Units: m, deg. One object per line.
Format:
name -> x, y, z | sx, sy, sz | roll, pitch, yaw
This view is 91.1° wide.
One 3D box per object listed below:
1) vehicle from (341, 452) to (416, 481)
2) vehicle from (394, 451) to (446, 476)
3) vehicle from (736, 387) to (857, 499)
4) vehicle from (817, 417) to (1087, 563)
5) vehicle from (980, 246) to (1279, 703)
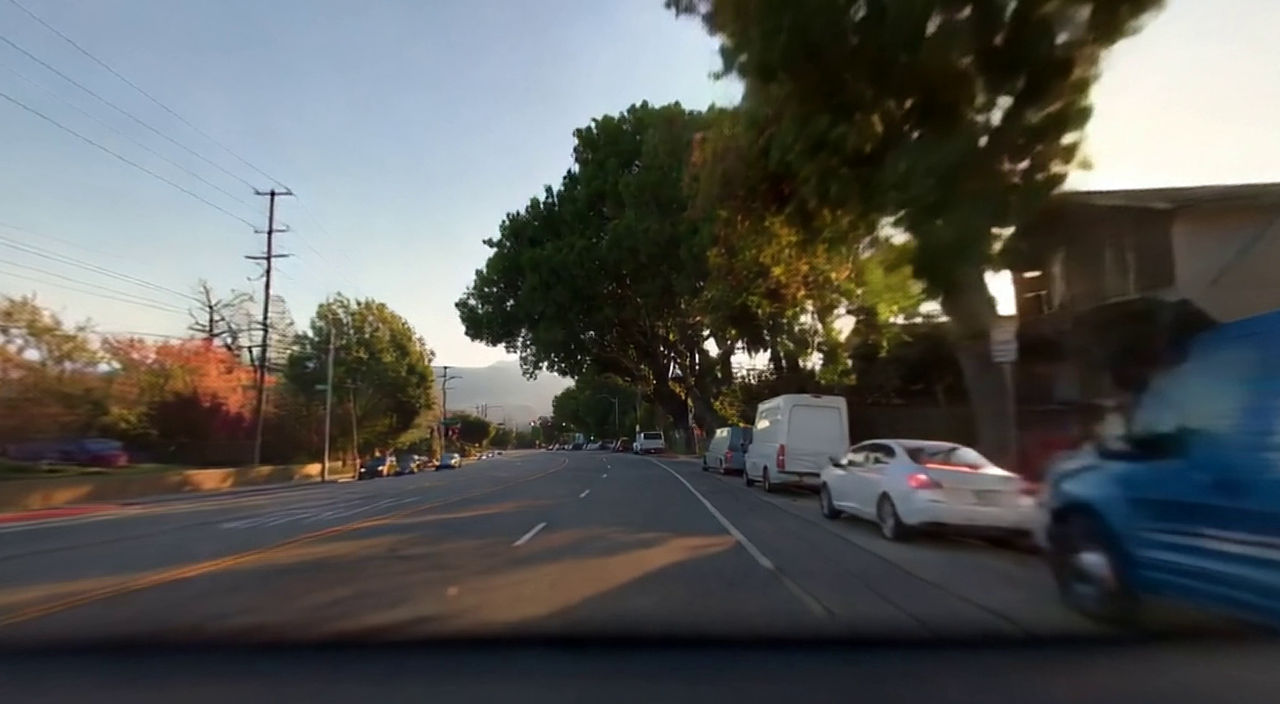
vehicle -> -14.740, 6.451, 35.726 | 1.990, 1.487, 4.767 | -1, -9, 4
vehicle -> -14.683, 7.436, 42.143 | 1.934, 1.480, 4.510 | 0, -9, -1
vehicle -> 4.514, 2.801, 19.283 | 2.229, 2.912, 5.697 | 0, -9, 0
vehicle -> 4.129, 1.871, 9.247 | 1.970, 1.640, 4.087 | 0, -9, 2
vehicle -> 3.987, 0.553, 2.302 | 2.293, 2.171, 5.871 | 0, -9, 2
